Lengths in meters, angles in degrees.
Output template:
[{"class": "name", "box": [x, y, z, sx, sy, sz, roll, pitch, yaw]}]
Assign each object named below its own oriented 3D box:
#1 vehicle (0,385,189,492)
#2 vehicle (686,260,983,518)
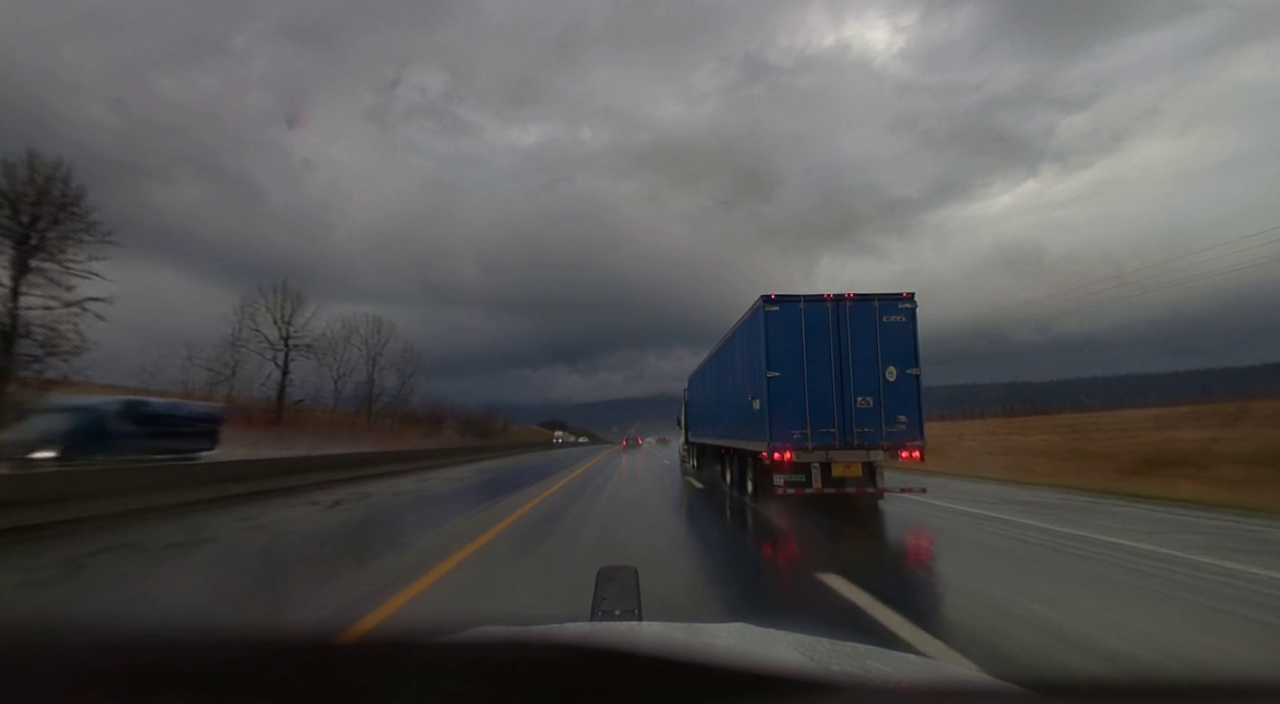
[{"class": "vehicle", "box": [-12.619, 1.870, 13.647, 2.101, 1.924, 4.804, 0, -8, -1]}, {"class": "vehicle", "box": [3.782, 1.695, 18.884, 3.203, 4.273, 17.131, 0, -8, -1]}]
